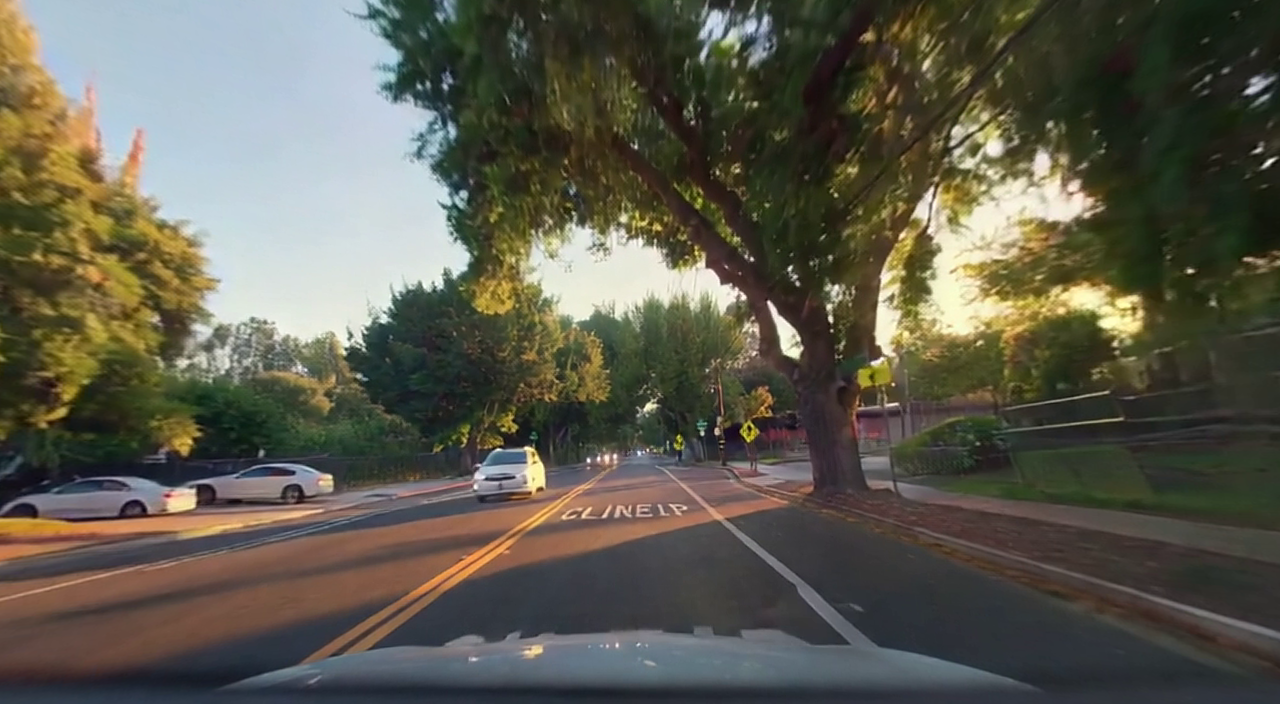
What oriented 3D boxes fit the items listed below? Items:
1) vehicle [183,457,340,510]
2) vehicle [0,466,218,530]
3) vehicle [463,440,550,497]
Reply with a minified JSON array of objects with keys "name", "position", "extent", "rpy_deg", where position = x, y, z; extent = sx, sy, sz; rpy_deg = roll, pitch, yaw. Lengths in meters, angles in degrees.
[{"name":"vehicle","position":[-14.204,4.929,23.883],"extent":[4.653,1.842,1.992],"rpy_deg":[-1,-9,4]},{"name":"vehicle","position":[-15.572,4.258,18.689],"extent":[4.641,1.636,1.983],"rpy_deg":[0,-9,-5]},{"name":"vehicle","position":[-4.399,3.914,21.555],"extent":[2.008,1.730,4.243],"rpy_deg":[-1,-9,0]}]
